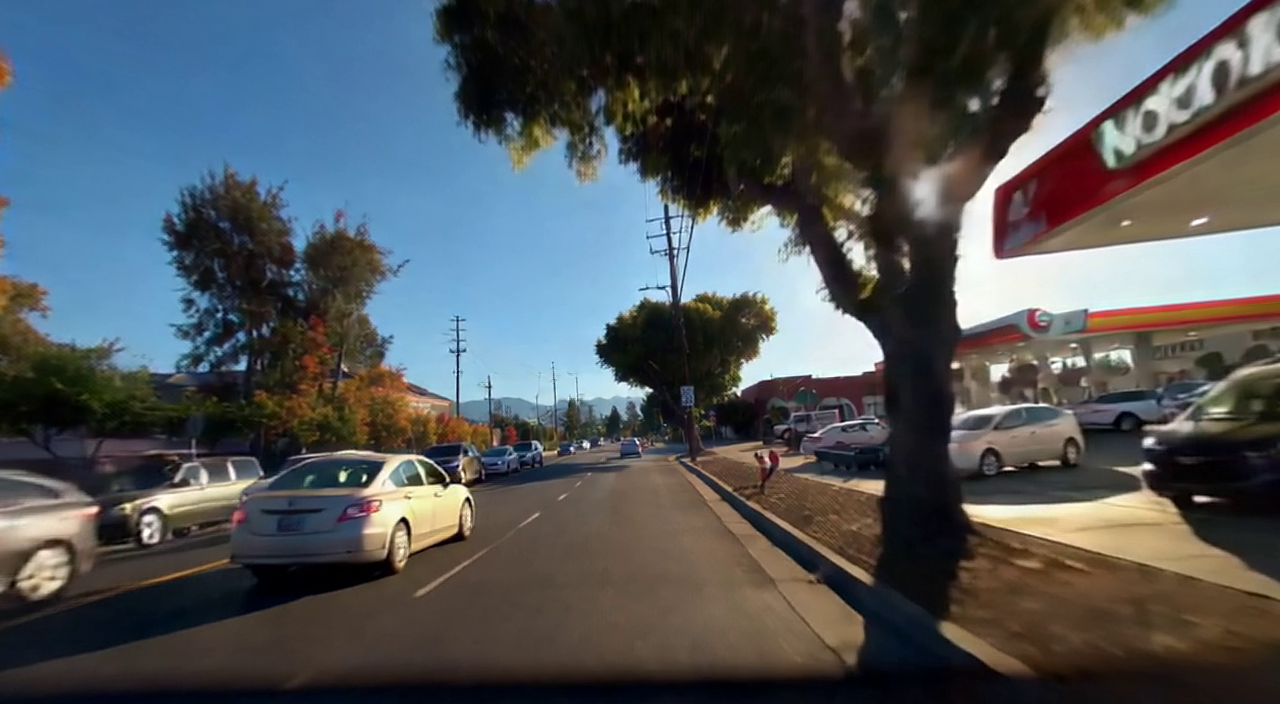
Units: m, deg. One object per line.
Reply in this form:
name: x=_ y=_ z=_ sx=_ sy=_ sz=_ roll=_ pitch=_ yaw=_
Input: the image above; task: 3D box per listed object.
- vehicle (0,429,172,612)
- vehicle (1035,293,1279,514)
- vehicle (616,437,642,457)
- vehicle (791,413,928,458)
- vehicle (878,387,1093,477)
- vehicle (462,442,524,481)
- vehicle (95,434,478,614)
vehicle: x=-6.997 y=1.620 z=5.542 sx=2.017 sy=1.681 sz=5.186 roll=-6 pitch=-9 yaw=-2
vehicle: x=7.927 y=0.769 z=8.002 sx=5.441 sy=2.056 sz=2.552 roll=4 pitch=-10 yaw=-30
vehicle: x=-0.793 y=7.245 z=48.274 sx=1.909 sy=1.482 sz=4.390 roll=0 pitch=-8 yaw=0
vehicle: x=8.196 y=3.129 z=23.537 sx=4.713 sy=1.518 sz=2.035 roll=4 pitch=-9 yaw=-27
vehicle: x=7.478 y=1.749 z=13.634 sx=4.344 sy=1.674 sz=1.912 roll=4 pitch=-10 yaw=-29
vehicle: x=-6.637 y=4.963 z=28.991 sx=1.863 sy=1.506 sz=4.597 roll=-3 pitch=-9 yaw=-2
vehicle: x=-3.500 y=1.752 z=7.489 sx=1.943 sy=1.455 sz=4.414 roll=0 pitch=-8 yaw=1
